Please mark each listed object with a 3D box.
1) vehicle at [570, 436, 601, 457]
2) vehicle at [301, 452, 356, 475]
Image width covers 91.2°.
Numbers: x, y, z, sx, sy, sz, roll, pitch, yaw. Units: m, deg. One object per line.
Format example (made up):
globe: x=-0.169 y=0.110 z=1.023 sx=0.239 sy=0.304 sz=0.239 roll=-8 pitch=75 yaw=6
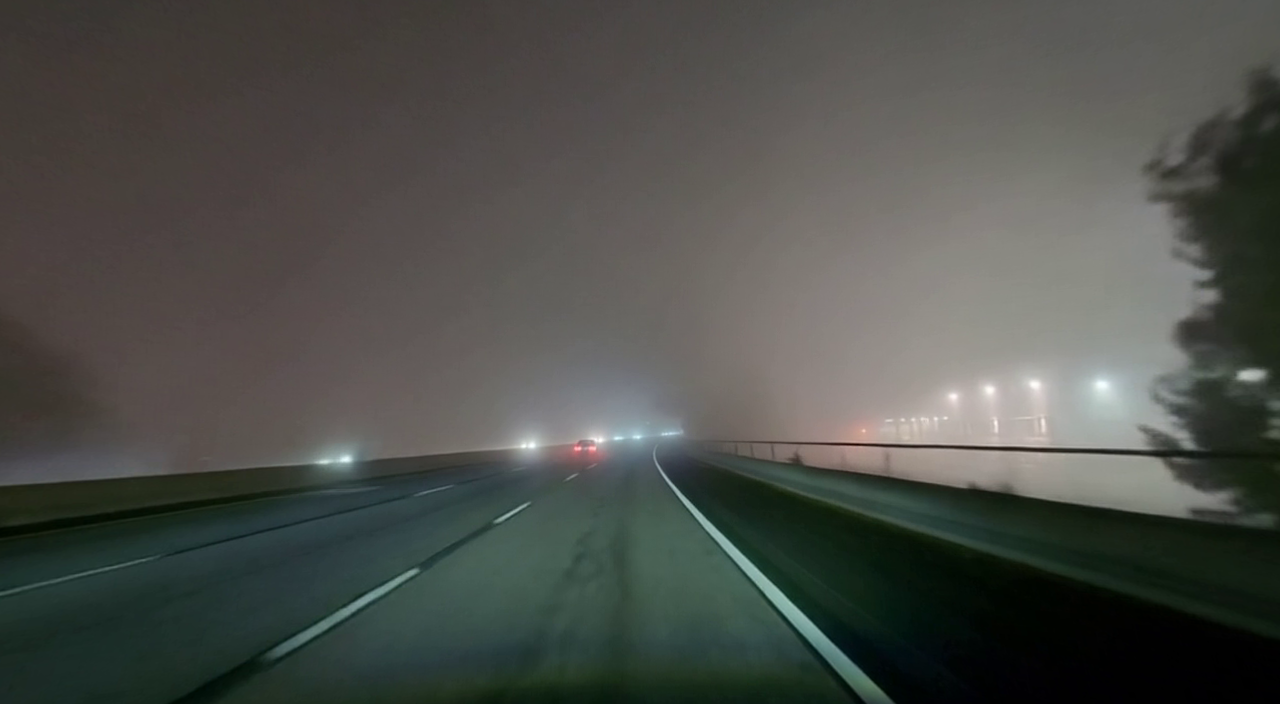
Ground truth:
vehicle: x=-4.213 y=7.453 z=49.232 sx=1.998 sy=1.584 sz=4.005 roll=0 pitch=-9 yaw=1
vehicle: x=-21.324 y=7.618 z=43.048 sx=1.787 sy=1.481 sz=3.887 roll=0 pitch=-9 yaw=0
